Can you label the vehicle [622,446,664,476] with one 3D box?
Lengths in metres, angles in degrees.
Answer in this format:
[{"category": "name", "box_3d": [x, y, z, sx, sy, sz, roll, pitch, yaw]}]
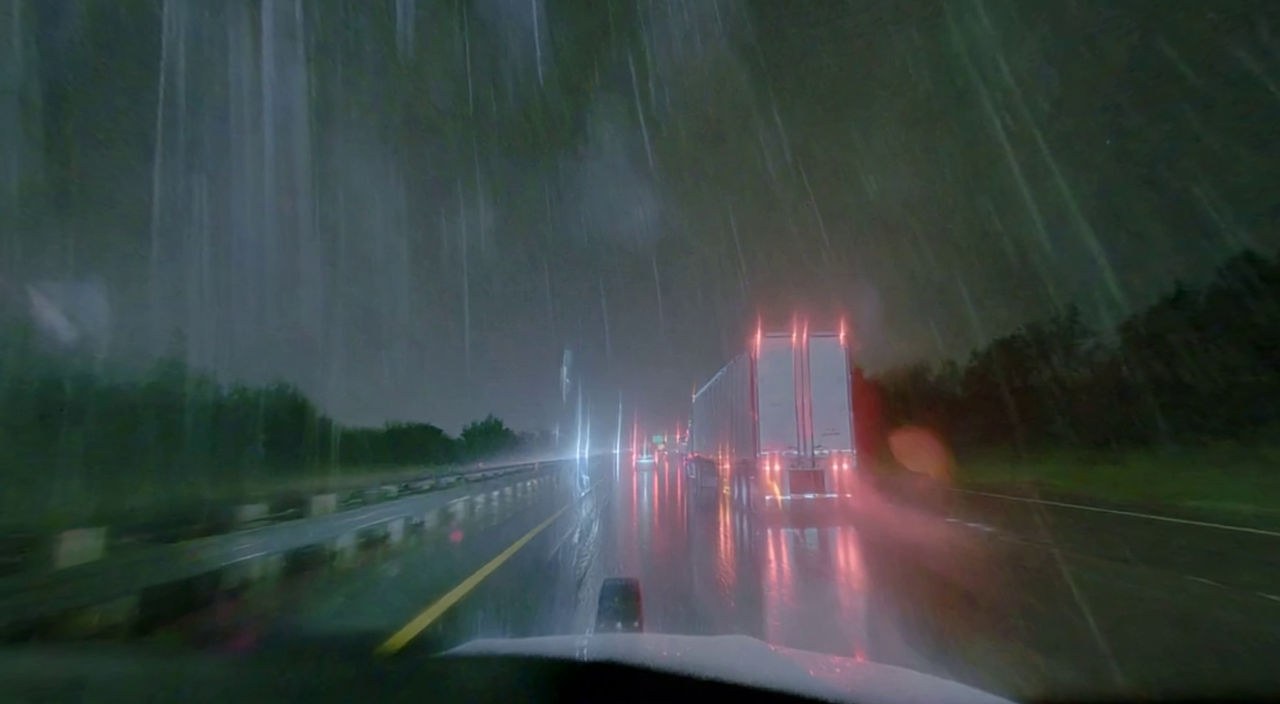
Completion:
[{"category": "vehicle", "box_3d": [0.136, 5.825, 33.603, 2.083, 1.473, 3.923, 0, -9, 0]}]
